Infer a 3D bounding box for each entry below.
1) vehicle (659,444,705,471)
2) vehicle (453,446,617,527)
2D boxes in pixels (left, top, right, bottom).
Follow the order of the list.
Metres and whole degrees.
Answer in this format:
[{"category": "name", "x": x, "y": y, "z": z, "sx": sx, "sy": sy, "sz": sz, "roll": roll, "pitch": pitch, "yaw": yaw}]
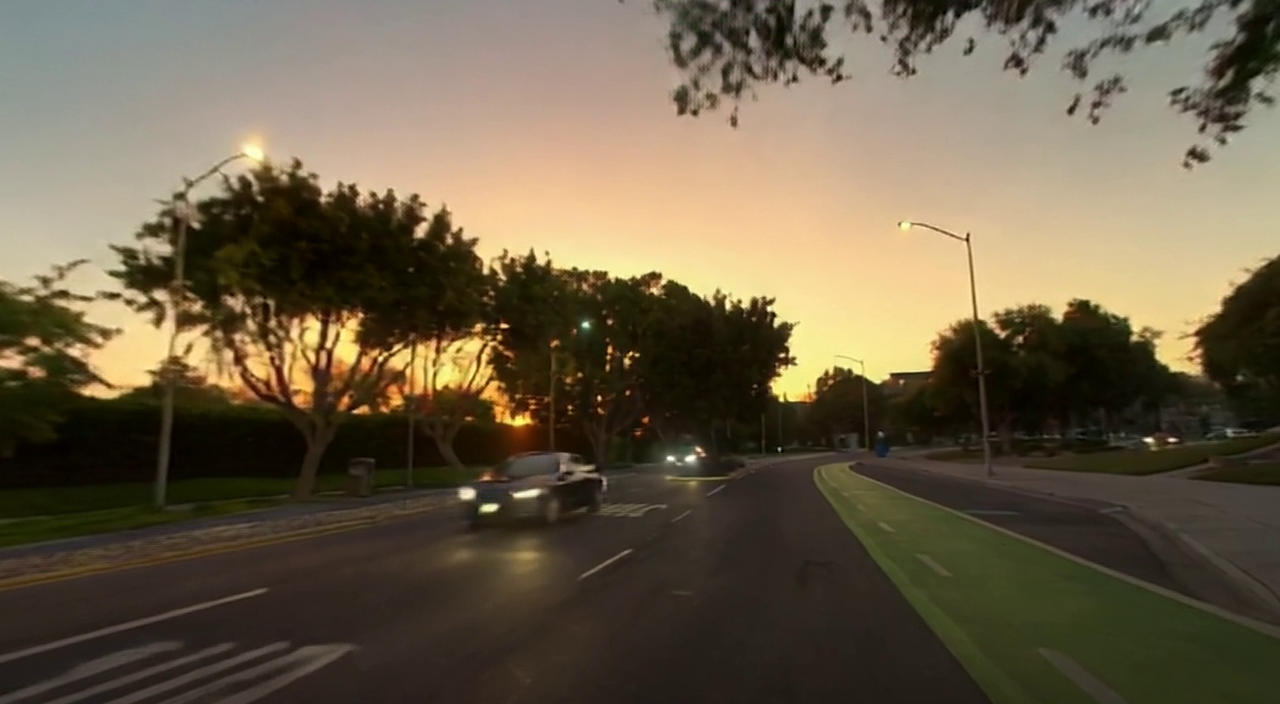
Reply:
[{"category": "vehicle", "x": 2.950, "y": 7.160, "z": 43.046, "sx": 2.065, "sy": 1.744, "sz": 4.566, "roll": -3, "pitch": -9, "yaw": 18}, {"category": "vehicle", "x": -2.056, "y": 2.849, "z": 14.097, "sx": 2.071, "sy": 1.456, "sz": 4.663, "roll": -2, "pitch": -9, "yaw": 11}]
